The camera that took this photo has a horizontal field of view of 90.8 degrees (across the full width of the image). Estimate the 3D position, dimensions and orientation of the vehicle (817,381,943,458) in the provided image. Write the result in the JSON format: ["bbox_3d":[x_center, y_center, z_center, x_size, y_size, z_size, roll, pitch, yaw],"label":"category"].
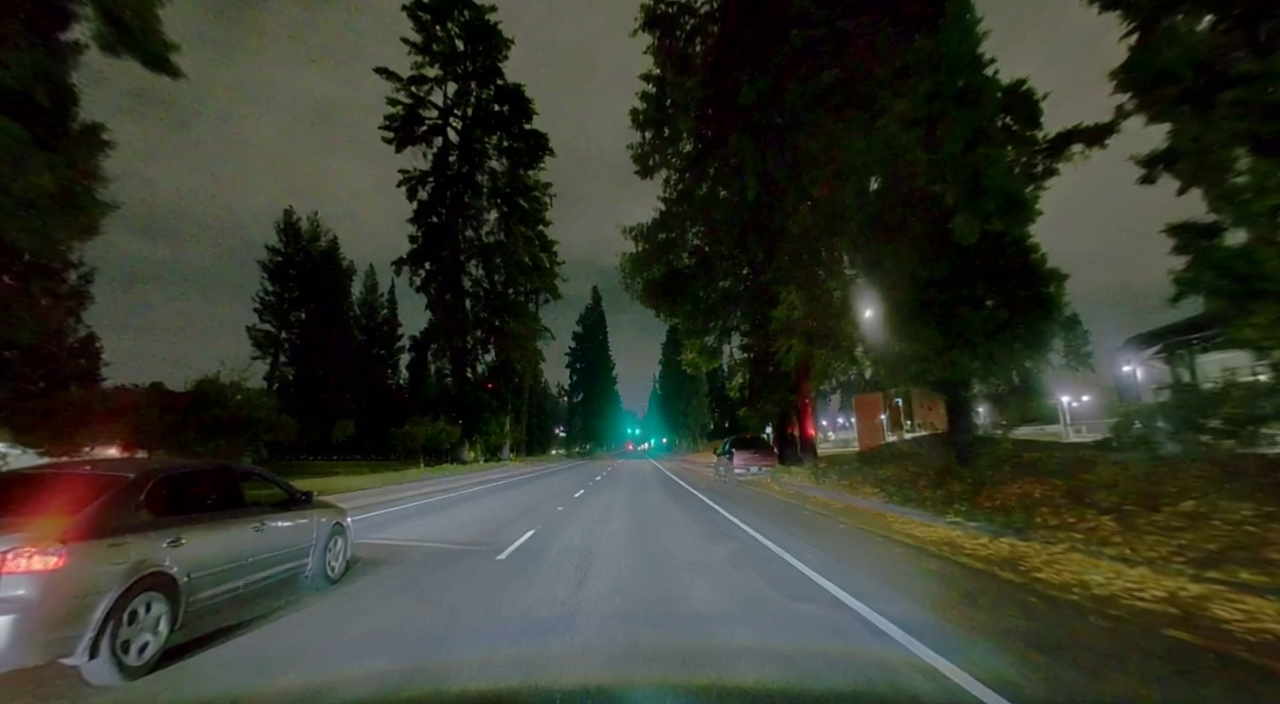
[{"bbox_3d":[13.637,4.243,37.563,2.862,3.816,12.219,0,-8,1],"label":"vehicle"}]

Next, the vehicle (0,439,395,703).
[{"bbox_3d":[-3.889,1.485,5.333,1.946,1.437,4.154,0,-8,0],"label":"vehicle"}]

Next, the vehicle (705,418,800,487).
[{"bbox_3d":[4.343,4.082,25.952,2.554,2.388,6.973,0,-8,0],"label":"vehicle"}]

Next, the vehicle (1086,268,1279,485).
[{"bbox_3d":[13.416,0.011,9.865,2.952,3.965,13.114,-5,-10,-1],"label":"vehicle"}]
